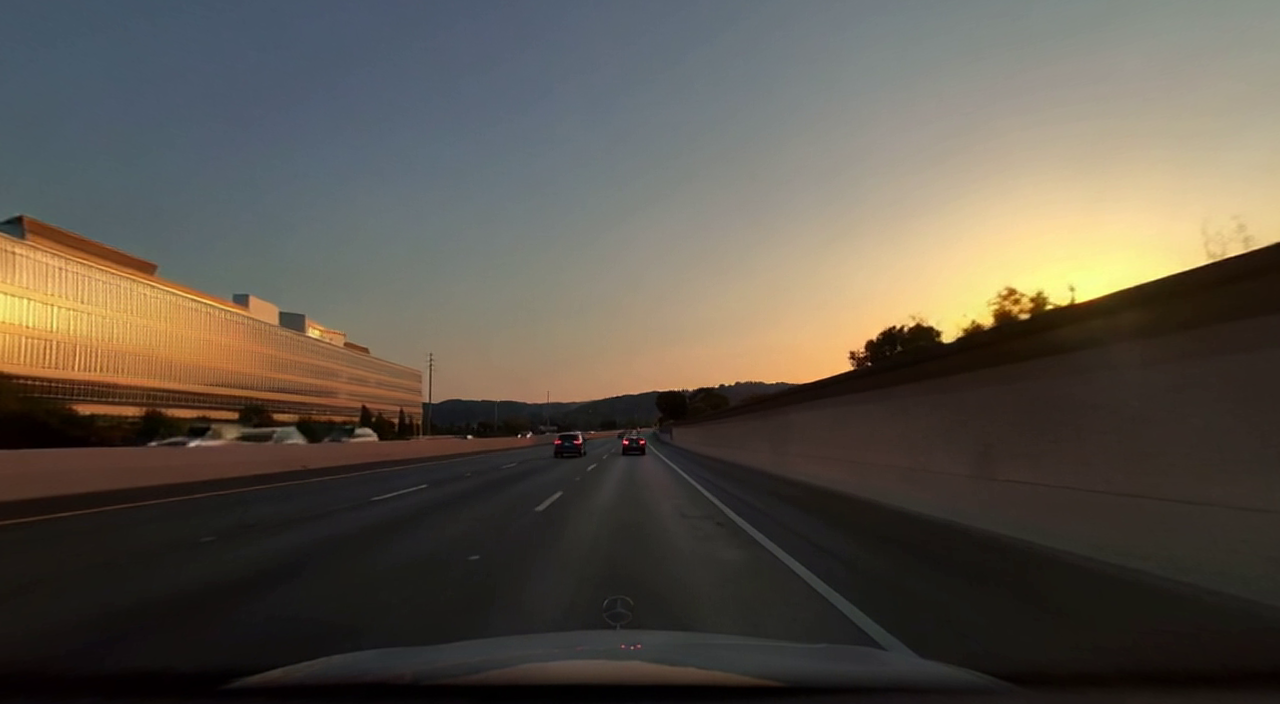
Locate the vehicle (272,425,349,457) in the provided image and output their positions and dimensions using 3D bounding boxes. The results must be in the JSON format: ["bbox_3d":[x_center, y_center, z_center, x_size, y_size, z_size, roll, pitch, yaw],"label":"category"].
[{"bbox_3d":[-20.515,5.595,39.436,2.069,1.850,4.939,0,-8,1],"label":"vehicle"}]

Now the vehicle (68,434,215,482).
[{"bbox_3d":[-16.673,3.533,21.316,1.795,1.441,3.884,0,-8,0],"label":"vehicle"}]

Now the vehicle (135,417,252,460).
[{"bbox_3d":[-24.957,4.883,35.519,2.318,2.221,5.792,0,-8,0],"label":"vehicle"}]

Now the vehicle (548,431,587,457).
[{"bbox_3d":[-4.667,6.008,41.284,2.036,1.612,4.510,0,-8,0],"label":"vehicle"}]
